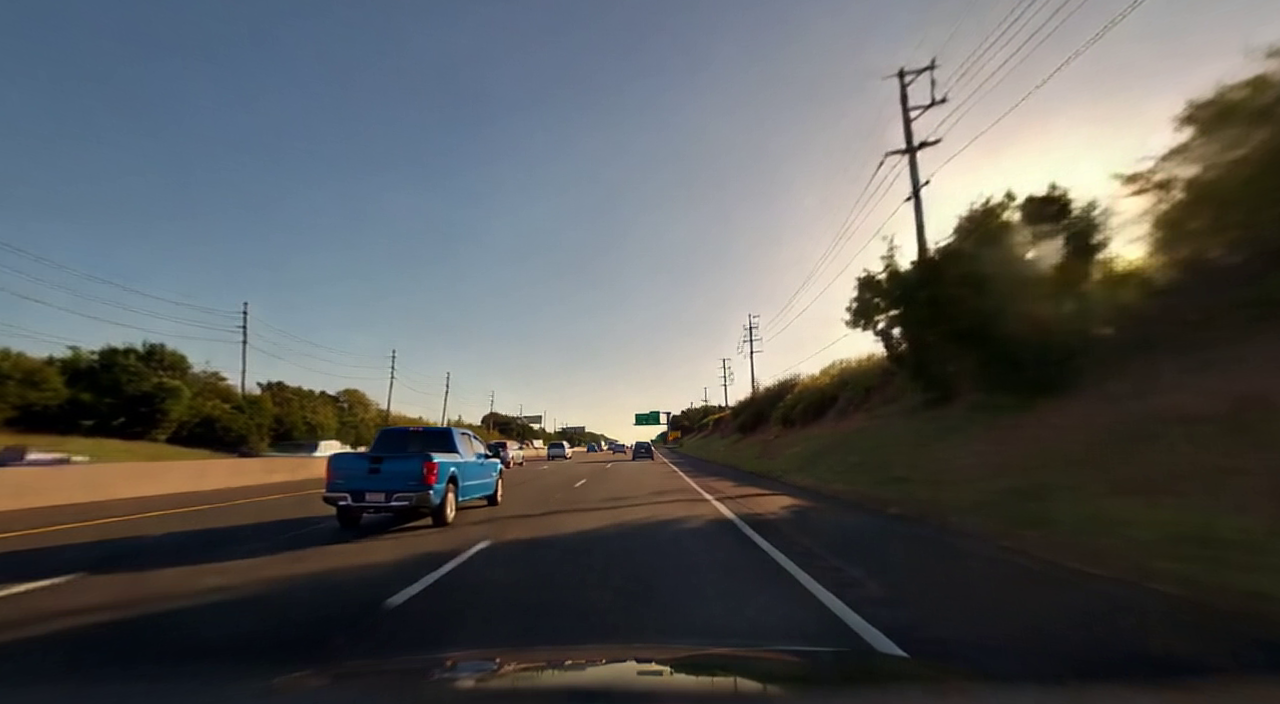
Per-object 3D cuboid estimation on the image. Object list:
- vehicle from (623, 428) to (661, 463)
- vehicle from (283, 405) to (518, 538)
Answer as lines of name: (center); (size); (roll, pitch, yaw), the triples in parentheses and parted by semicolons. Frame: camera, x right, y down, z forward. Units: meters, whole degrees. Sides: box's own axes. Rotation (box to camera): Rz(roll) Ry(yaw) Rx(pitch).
vehicle: (0.101, 6.158, 41.502); (2.358, 2.144, 4.713); (0, -8, 0)
vehicle: (-3.817, 2.039, 11.420); (2.204, 1.812, 5.289); (0, -8, 0)
